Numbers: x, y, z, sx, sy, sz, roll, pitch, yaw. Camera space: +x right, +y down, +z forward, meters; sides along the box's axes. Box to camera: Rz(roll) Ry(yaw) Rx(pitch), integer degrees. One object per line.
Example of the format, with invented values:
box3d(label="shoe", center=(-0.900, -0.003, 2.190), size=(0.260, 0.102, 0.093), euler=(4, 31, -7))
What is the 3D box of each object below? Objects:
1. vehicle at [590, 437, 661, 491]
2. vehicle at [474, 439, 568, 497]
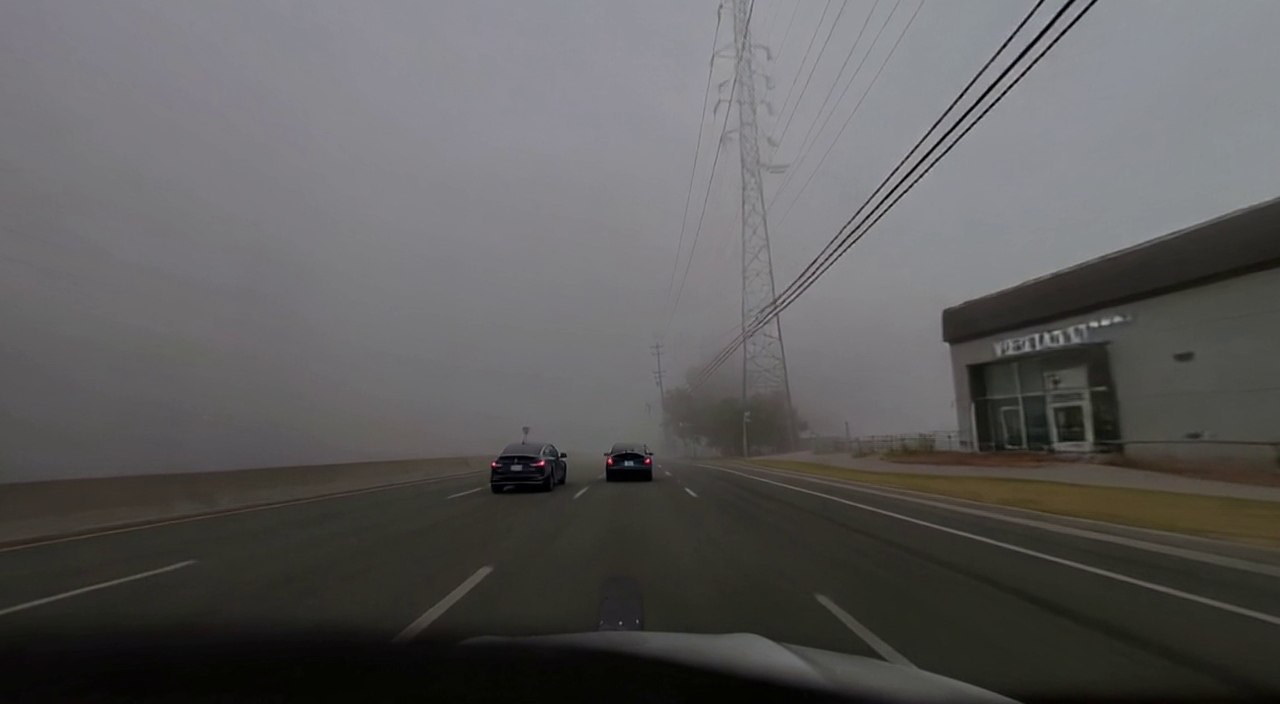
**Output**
box3d(label="vehicle", center=(-0.450, 3.776, 21.584), size=(2.189, 1.652, 4.135), euler=(0, -9, 0))
box3d(label="vehicle", center=(-3.579, 3.594, 20.014), size=(1.985, 1.607, 4.892), euler=(0, -9, 1))
